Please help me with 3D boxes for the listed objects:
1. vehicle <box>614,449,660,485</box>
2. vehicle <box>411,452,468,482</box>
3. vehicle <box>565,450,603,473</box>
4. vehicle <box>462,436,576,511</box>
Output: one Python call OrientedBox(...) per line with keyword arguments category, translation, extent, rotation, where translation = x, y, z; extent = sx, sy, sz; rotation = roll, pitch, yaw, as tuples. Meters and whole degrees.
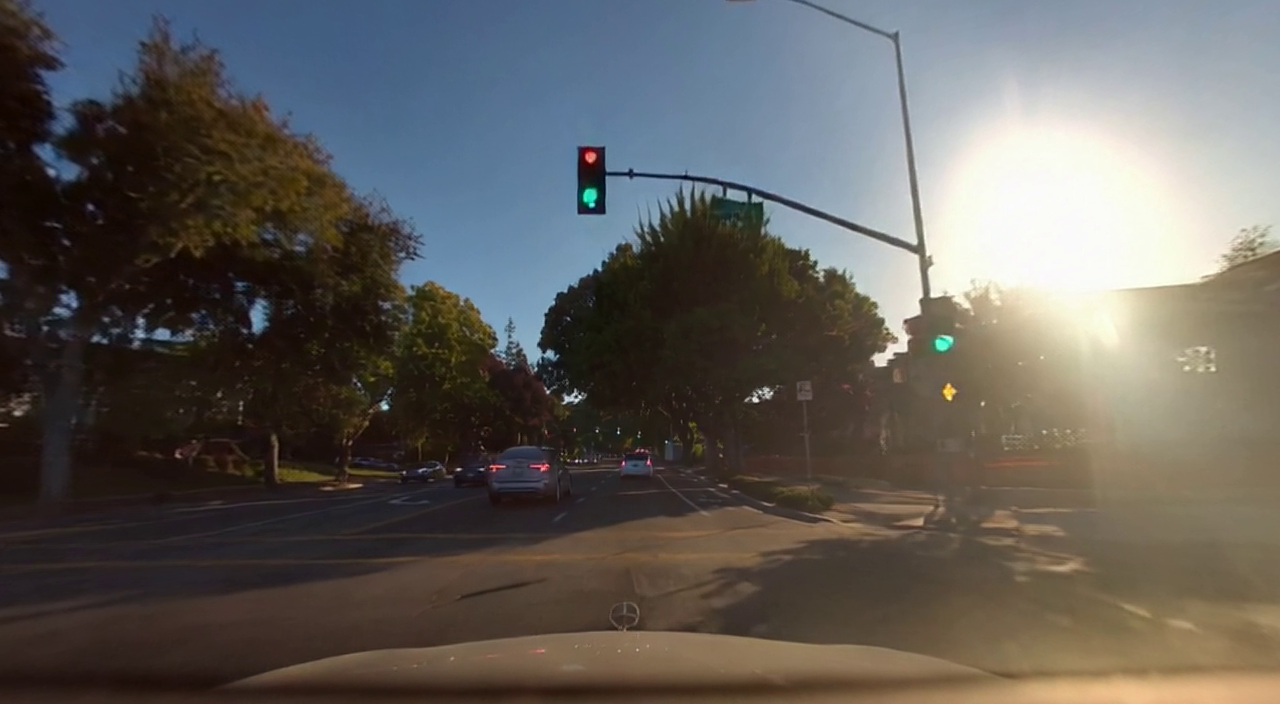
OrientedBox(category="vehicle", translation=(-0.136, 5.439, 30.139), extent=(2.062, 1.518, 3.901), rotation=(0, -8, 0))
OrientedBox(category="vehicle", translation=(-12.823, 7.398, 40.748), extent=(2.034, 1.661, 4.686), rotation=(-4, -10, 2))
OrientedBox(category="vehicle", translation=(-3.847, 7.636, 44.294), extent=(2.268, 1.522, 4.350), rotation=(0, -8, 0))
OrientedBox(category="vehicle", translation=(-3.113, 3.234, 17.355), extent=(2.157, 1.771, 4.452), rotation=(0, -8, 1))
